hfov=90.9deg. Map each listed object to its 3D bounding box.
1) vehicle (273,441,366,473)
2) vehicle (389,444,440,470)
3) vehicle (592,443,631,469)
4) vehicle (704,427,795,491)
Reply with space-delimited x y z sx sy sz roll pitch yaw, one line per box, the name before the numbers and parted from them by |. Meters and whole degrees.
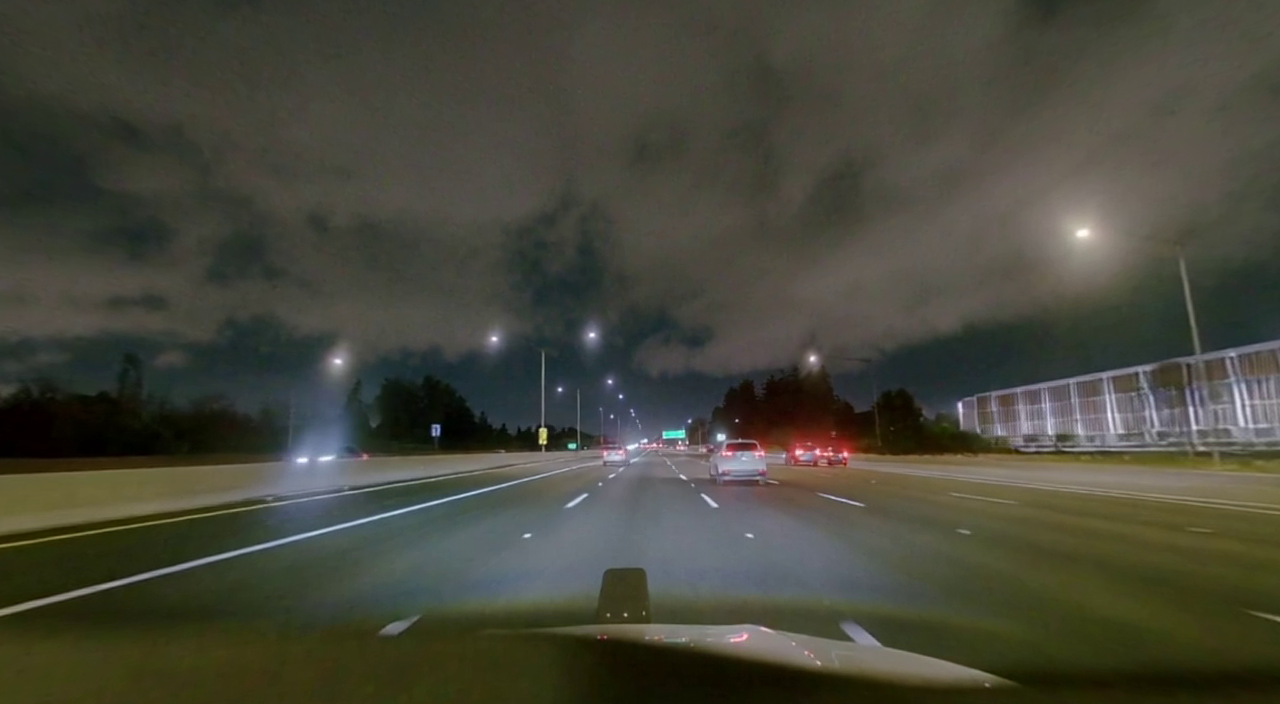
vehicle | -18.693 6.138 37.154 2.451 1.688 5.617 0 -9 1
vehicle | -12.365 5.752 34.715 1.444 1.317 3.299 -1 -8 2
vehicle | -1.706 6.442 39.242 2.080 1.542 4.718 -1 -8 2
vehicle | 3.487 3.517 21.070 2.148 1.852 4.835 0 -8 0
